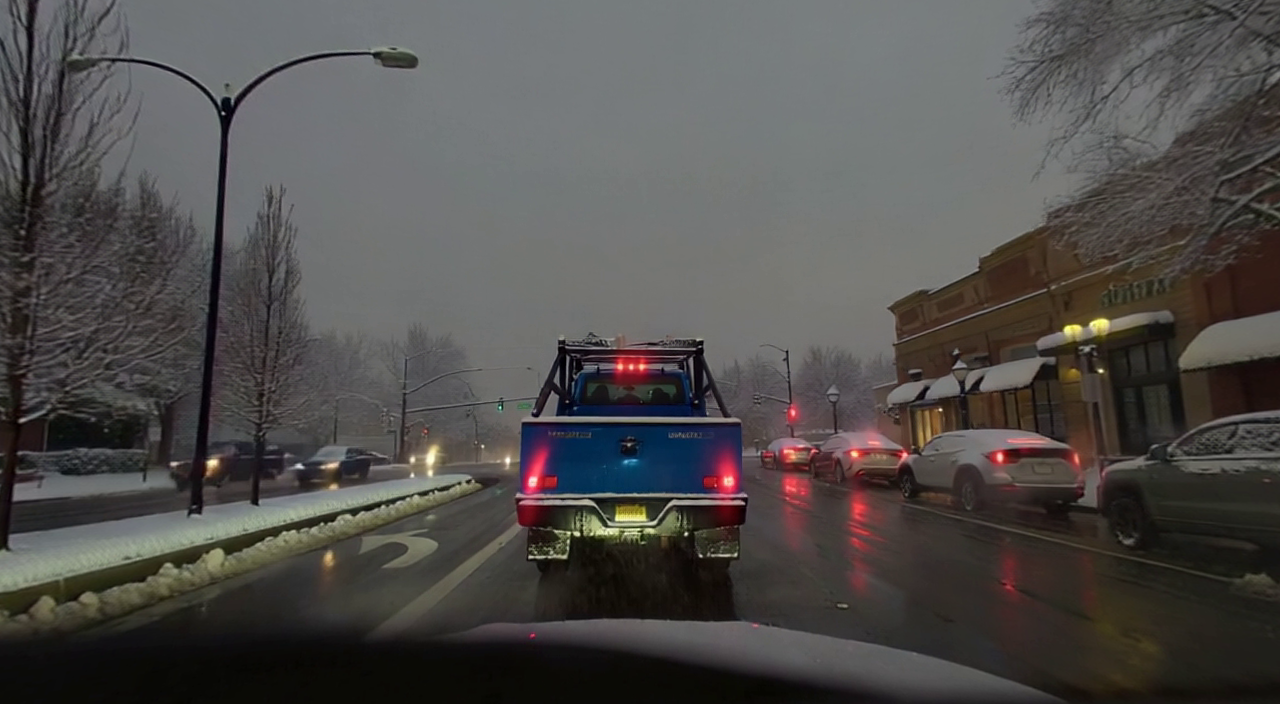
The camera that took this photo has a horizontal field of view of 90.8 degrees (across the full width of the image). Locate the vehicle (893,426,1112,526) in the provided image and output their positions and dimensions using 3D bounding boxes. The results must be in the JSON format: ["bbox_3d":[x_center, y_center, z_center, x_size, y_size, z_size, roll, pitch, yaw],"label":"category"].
[{"bbox_3d":[7.060,2.439,12.978,1.931,1.692,4.267,0,-9,0],"label":"vehicle"}]

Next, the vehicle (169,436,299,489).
[{"bbox_3d":[-19.139,5.220,30.207,2.700,2.296,5.270,0,-9,-1],"label":"vehicle"}]

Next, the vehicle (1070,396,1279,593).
[{"bbox_3d":[6.818,1.357,6.174,2.023,1.771,4.488,0,-9,0],"label":"vehicle"}]

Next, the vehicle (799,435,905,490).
[{"bbox_3d":[7.067,3.731,21.606,1.953,1.665,4.327,0,-9,-2],"label":"vehicle"}]

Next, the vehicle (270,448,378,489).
[{"bbox_3d":[-12.504,4.602,25.367,1.983,1.449,4.501,0,-9,0],"label":"vehicle"}]

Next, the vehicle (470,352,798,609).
[{"bbox_3d":[-0.101,1.470,8.143,2.682,2.117,5.706,0,-9,-1],"label":"vehicle"}]
